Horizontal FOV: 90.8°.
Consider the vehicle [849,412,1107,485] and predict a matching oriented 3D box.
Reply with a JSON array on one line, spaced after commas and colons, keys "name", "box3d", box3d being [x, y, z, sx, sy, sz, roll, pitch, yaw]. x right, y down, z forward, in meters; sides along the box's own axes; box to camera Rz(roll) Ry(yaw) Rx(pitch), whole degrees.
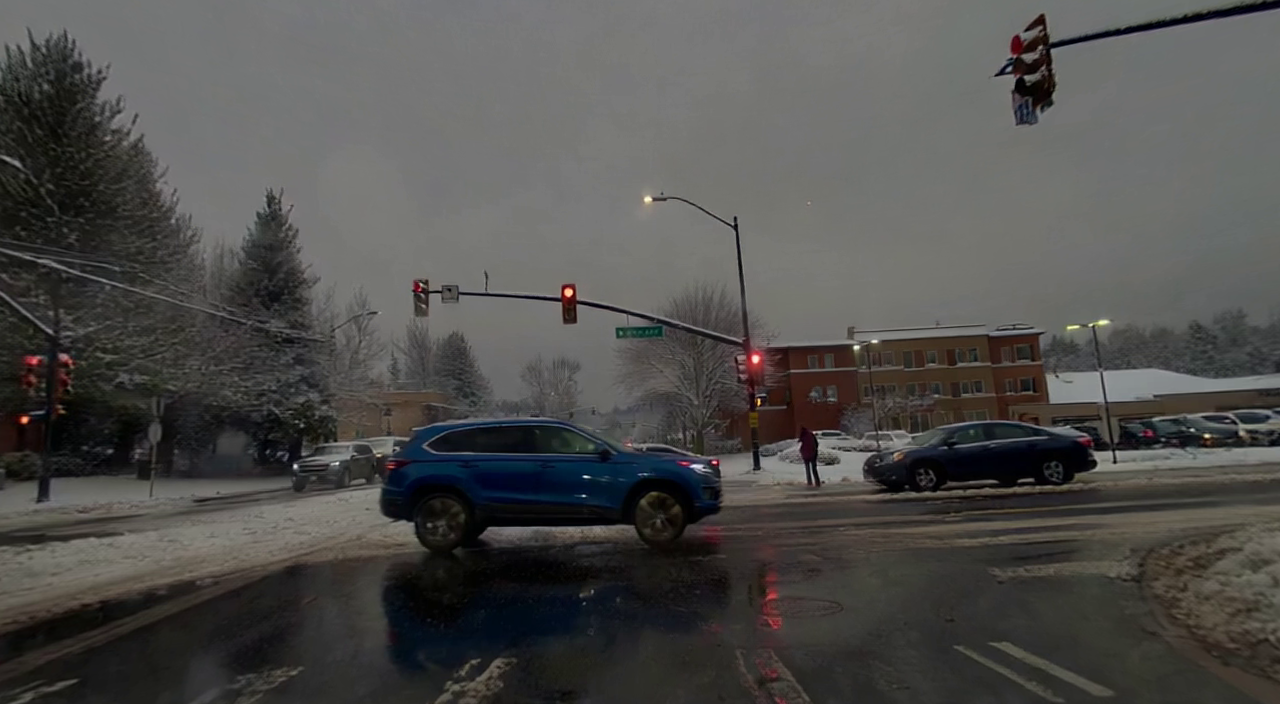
[{"name": "vehicle", "box3d": [6.947, 2.104, 13.500, 4.385, 1.419, 1.855, -1, -12, 8]}]

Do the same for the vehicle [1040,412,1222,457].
[{"name": "vehicle", "box3d": [16.961, 2.907, 22.107, 4.560, 1.453, 1.851, -3, -9, 18]}]

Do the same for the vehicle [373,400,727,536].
[{"name": "vehicle", "box3d": [-1.251, 1.834, 10.072, 5.122, 1.781, 2.098, -3, -9, 6]}]

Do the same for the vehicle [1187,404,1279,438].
[{"name": "vehicle", "box3d": [34.921, 4.018, 36.630, 4.326, 1.511, 1.725, -8, -9, 17]}]

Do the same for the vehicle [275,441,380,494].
[{"name": "vehicle", "box3d": [-13.723, 5.060, 28.154, 2.251, 1.957, 4.968, -4, -9, -1]}]
